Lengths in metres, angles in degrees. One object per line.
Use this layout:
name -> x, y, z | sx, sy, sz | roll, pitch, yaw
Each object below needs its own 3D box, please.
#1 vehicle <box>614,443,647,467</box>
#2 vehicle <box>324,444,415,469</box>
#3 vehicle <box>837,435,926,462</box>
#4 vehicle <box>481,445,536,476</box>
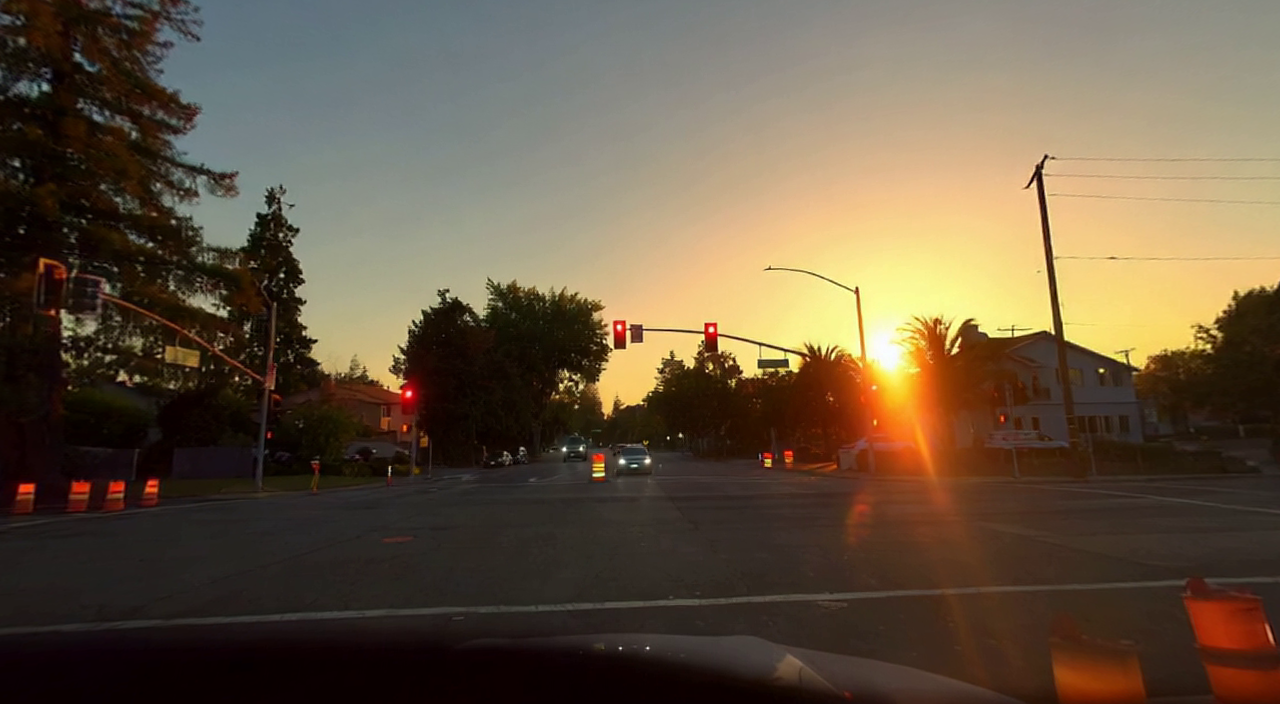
vehicle -> -0.623, 6.797, 41.792 | 2.105, 1.457, 4.173 | 0, -8, -1
vehicle -> -16.448, 6.372, 38.581 | 4.713, 1.409, 1.918 | 0, -8, -2
vehicle -> 15.331, 6.176, 40.324 | 4.892, 1.656, 1.856 | 0, -8, 0
vehicle -> -6.647, 5.532, 32.375 | 1.881, 1.452, 4.121 | 0, -8, 0
